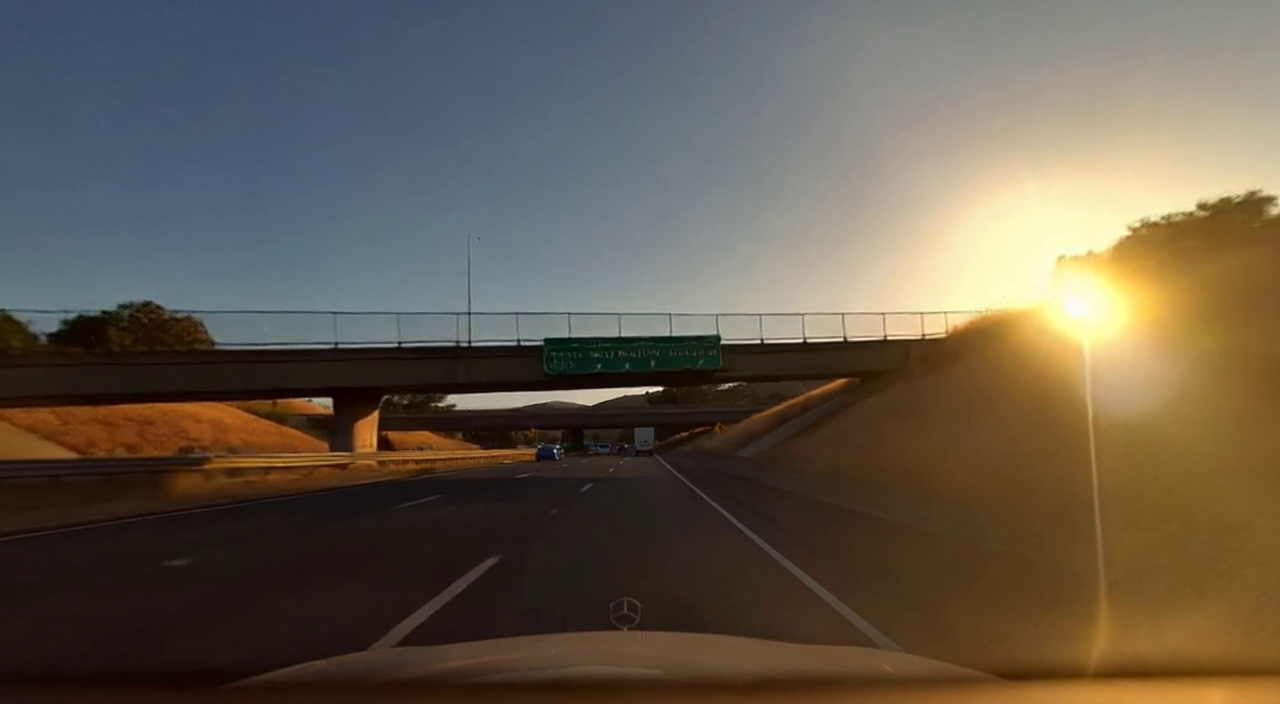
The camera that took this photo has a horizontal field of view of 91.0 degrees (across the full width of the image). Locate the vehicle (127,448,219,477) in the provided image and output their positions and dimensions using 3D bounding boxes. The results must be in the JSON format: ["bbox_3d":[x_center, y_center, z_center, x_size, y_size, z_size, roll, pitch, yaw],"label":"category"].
[{"bbox_3d":[-31.604,7.476,42.867,2.136,1.767,5.304,0,-9,1],"label":"vehicle"}]

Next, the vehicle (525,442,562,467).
[{"bbox_3d":[-7.169,7.685,47.389,2.070,1.738,4.733,0,-9,0],"label":"vehicle"}]
